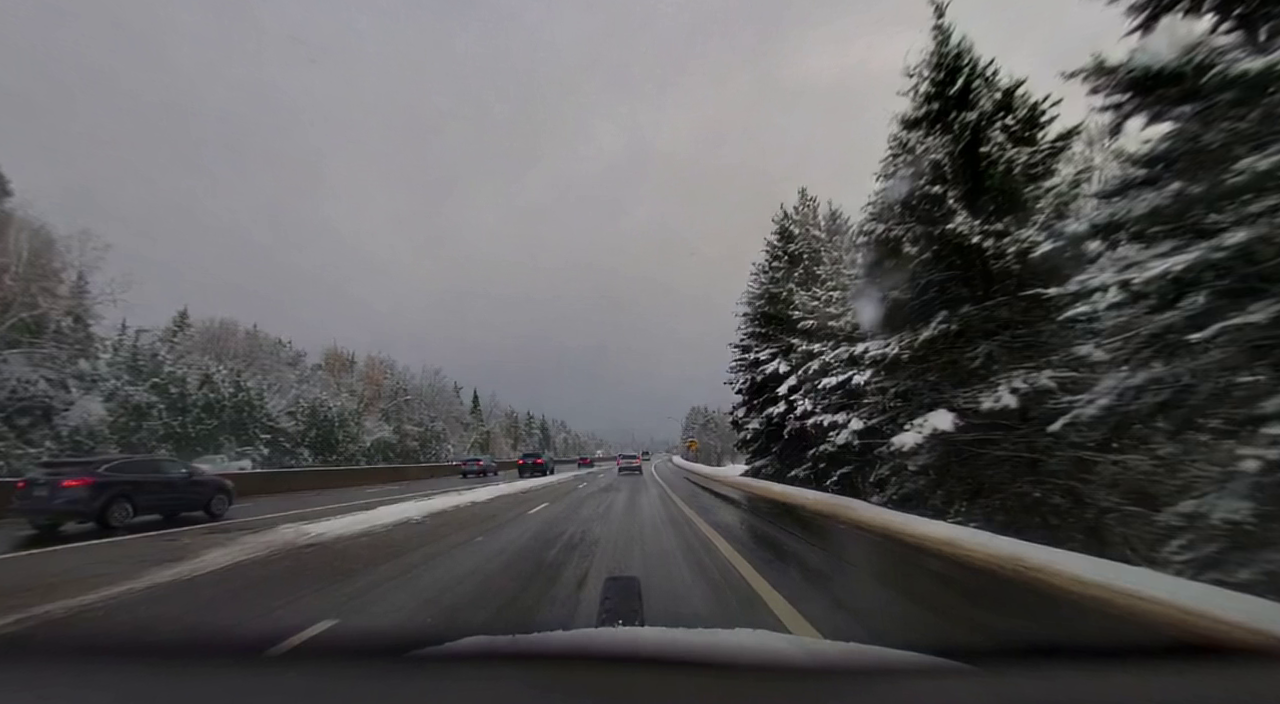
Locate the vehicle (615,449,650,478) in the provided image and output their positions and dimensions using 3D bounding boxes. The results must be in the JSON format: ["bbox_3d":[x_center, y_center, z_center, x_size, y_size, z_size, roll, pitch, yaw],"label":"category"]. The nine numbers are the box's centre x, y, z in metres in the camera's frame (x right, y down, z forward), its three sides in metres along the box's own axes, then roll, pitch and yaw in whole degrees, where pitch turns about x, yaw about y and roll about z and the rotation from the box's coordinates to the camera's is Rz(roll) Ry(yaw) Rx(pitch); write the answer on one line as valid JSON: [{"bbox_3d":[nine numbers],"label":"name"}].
[{"bbox_3d":[-0.426,7.265,41.292,2.179,1.742,4.396,-1,-9,1],"label":"vehicle"}]

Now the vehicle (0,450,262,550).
[{"bbox_3d":[-10.355,2.798,12.752,2.102,1.562,4.884,-1,-9,5],"label":"vehicle"}]

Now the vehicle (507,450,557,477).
[{"bbox_3d":[-8.076,8.405,48.007,2.397,1.911,5.596,-1,-9,5],"label":"vehicle"}]

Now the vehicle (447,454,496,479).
[{"bbox_3d":[-12.426,8.424,46.777,1.997,1.654,4.554,-1,-9,5],"label":"vehicle"}]
